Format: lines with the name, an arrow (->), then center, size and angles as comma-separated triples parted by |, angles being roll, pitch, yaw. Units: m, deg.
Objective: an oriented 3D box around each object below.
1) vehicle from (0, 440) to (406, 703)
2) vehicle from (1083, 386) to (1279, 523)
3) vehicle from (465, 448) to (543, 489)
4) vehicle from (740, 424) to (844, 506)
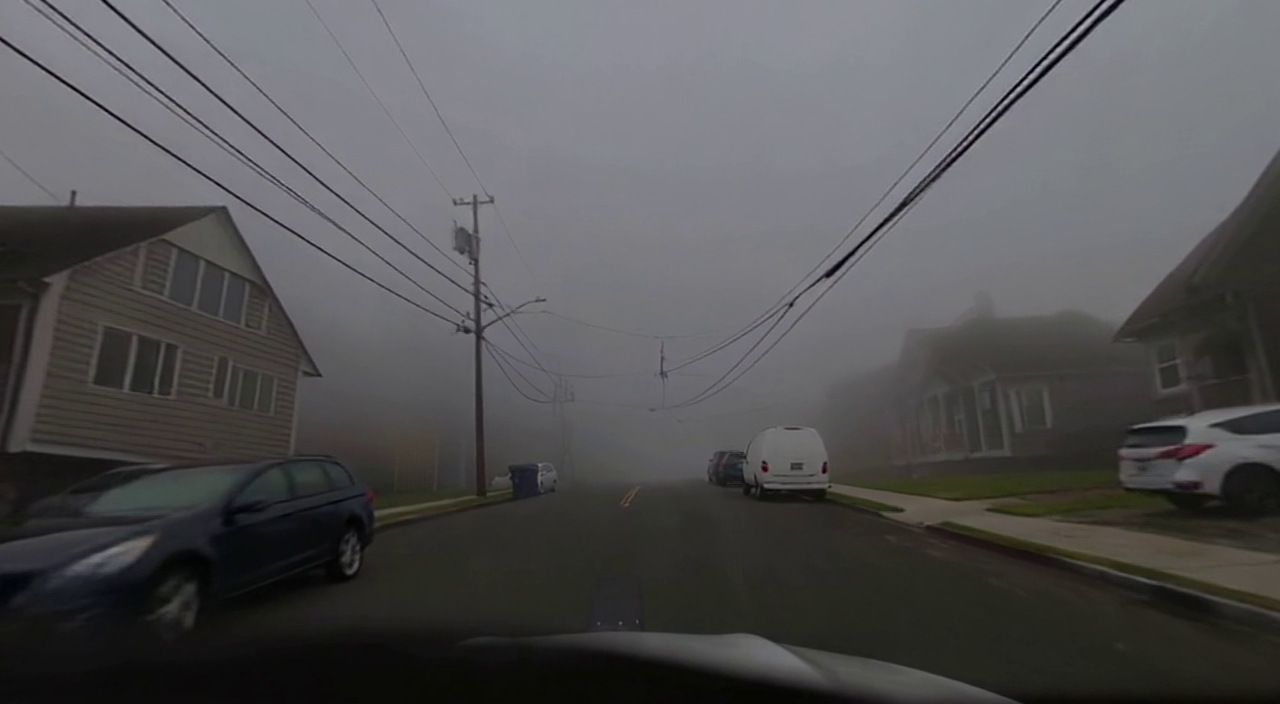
vehicle -> -4.037, 1.653, 5.896 | 1.960, 1.507, 4.542 | -2, -7, 1
vehicle -> 9.495, 1.268, 9.105 | 4.532, 1.533, 1.997 | -8, -9, 1
vehicle -> -7.498, 6.416, 34.968 | 3.684, 1.628, 1.792 | 7, -5, 3
vehicle -> 4.500, 3.420, 19.508 | 2.343, 2.229, 4.199 | -1, -9, 3
